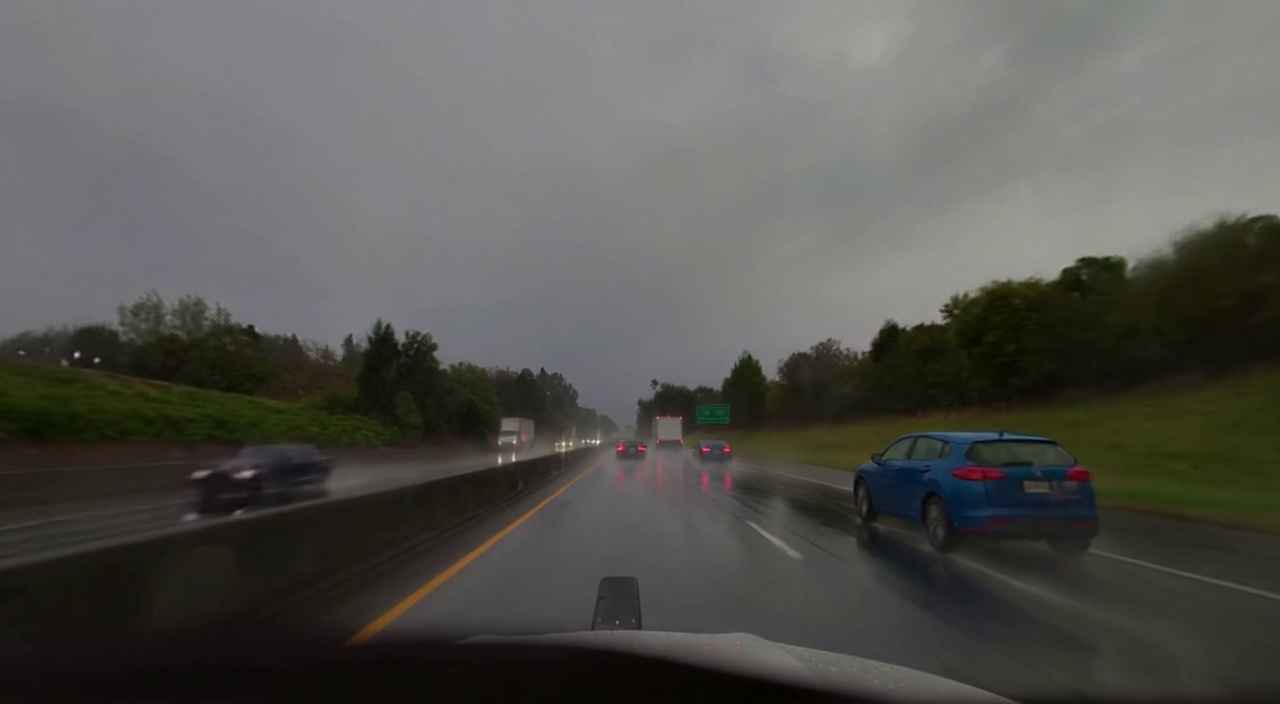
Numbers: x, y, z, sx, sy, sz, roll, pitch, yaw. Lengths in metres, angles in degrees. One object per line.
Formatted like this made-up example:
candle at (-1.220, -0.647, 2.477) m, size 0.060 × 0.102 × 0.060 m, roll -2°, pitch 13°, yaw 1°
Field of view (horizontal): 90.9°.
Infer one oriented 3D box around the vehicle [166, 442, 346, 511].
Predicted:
vehicle at (-9.570, 3.089, 16.200) m, size 2.154 × 1.488 × 4.002 m, roll 0°, pitch -8°, yaw -1°

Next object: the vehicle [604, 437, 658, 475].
vehicle at (-0.394, 4.400, 26.943) m, size 2.143 × 1.466 × 3.693 m, roll 0°, pitch -8°, yaw -2°

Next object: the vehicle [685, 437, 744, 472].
vehicle at (3.353, 4.717, 29.325) m, size 2.004 × 1.469 × 4.472 m, roll 0°, pitch -8°, yaw -2°

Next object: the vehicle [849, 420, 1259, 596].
vehicle at (4.391, 1.659, 7.750) m, size 2.066 × 1.526 × 4.216 m, roll 0°, pitch -8°, yaw -2°
